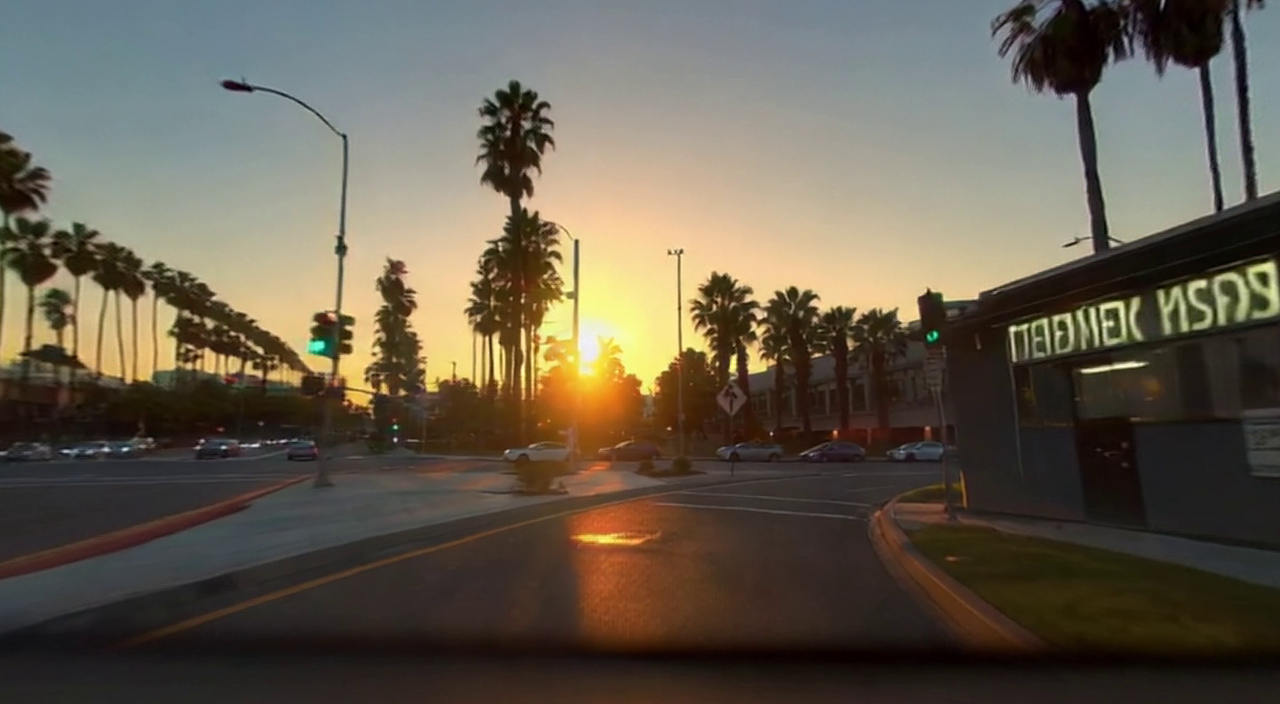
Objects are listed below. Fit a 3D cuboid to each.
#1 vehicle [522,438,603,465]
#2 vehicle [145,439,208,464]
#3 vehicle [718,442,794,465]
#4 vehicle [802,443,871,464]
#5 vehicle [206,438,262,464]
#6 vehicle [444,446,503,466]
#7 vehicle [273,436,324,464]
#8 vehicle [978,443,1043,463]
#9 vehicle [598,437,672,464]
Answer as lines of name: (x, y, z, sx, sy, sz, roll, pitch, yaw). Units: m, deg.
vehicle: (-4.779, 6.158, 38.614, 4.648, 1.501, 1.862, 4, -10, -17)
vehicle: (-29.502, 6.345, 40.075, 1.900, 1.462, 4.225, 3, -9, -18)
vehicle: (8.420, 7.415, 45.772, 5.112, 1.593, 1.865, 2, -11, -17)
vehicle: (15.031, 7.760, 48.020, 4.774, 1.493, 1.854, 3, -9, -18)
vehicle: (-26.519, 6.490, 41.122, 1.977, 1.584, 3.983, 3, -9, -17)
vehicle: (-13.246, 8.252, 49.770, 4.389, 1.502, 1.794, 3, -9, -17)
vehicle: (-23.105, 6.658, 42.648, 2.114, 1.784, 4.450, 3, -9, -17)
vehicle: (29.205, 7.958, 49.486, 4.356, 1.543, 1.844, 3, -9, -17)
vehicle: (-0.350, 6.747, 43.061, 4.713, 1.664, 1.909, 2, -10, -18)
